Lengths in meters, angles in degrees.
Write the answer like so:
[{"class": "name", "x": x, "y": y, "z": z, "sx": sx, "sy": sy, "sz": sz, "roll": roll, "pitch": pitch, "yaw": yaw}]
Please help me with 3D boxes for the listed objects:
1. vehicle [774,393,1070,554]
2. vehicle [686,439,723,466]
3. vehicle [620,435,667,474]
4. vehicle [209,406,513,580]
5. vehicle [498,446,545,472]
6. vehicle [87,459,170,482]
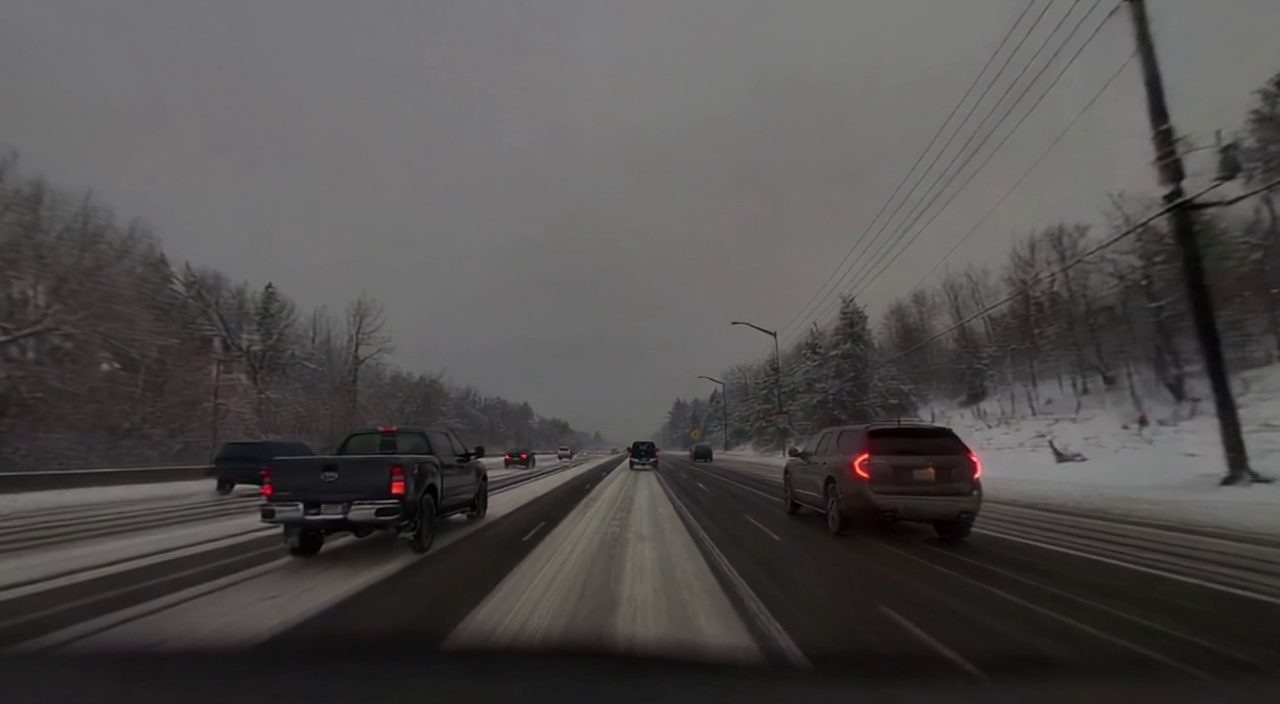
[{"class": "vehicle", "x": 4.145, "y": 1.959, "z": 10.820, "sx": 2.388, "sy": 1.998, "sz": 5.749, "roll": 0, "pitch": -9, "yaw": 0}, {"class": "vehicle", "x": 5.004, "y": 7.949, "z": 49.929, "sx": 2.380, "sy": 1.976, "sz": 5.614, "roll": 0, "pitch": -9, "yaw": 1}, {"class": "vehicle", "x": 0.155, "y": 5.595, "z": 34.481, "sx": 2.372, "sy": 1.957, "sz": 5.121, "roll": 0, "pitch": -9, "yaw": 0}, {"class": "vehicle", "x": -3.336, "y": 1.803, "z": 8.815, "sx": 2.154, "sy": 1.783, "sz": 4.476, "roll": 0, "pitch": -9, "yaw": 0}, {"class": "vehicle", "x": -7.260, "y": 6.592, "z": 38.971, "sx": 2.014, "sy": 1.526, "sz": 4.577, "roll": 0, "pitch": -9, "yaw": 0}, {"class": "vehicle", "x": -35.933, "y": 8.324, "z": 44.425, "sx": 1.783, "sy": 1.485, "sz": 4.838, "roll": 0, "pitch": -9, "yaw": -1}]
